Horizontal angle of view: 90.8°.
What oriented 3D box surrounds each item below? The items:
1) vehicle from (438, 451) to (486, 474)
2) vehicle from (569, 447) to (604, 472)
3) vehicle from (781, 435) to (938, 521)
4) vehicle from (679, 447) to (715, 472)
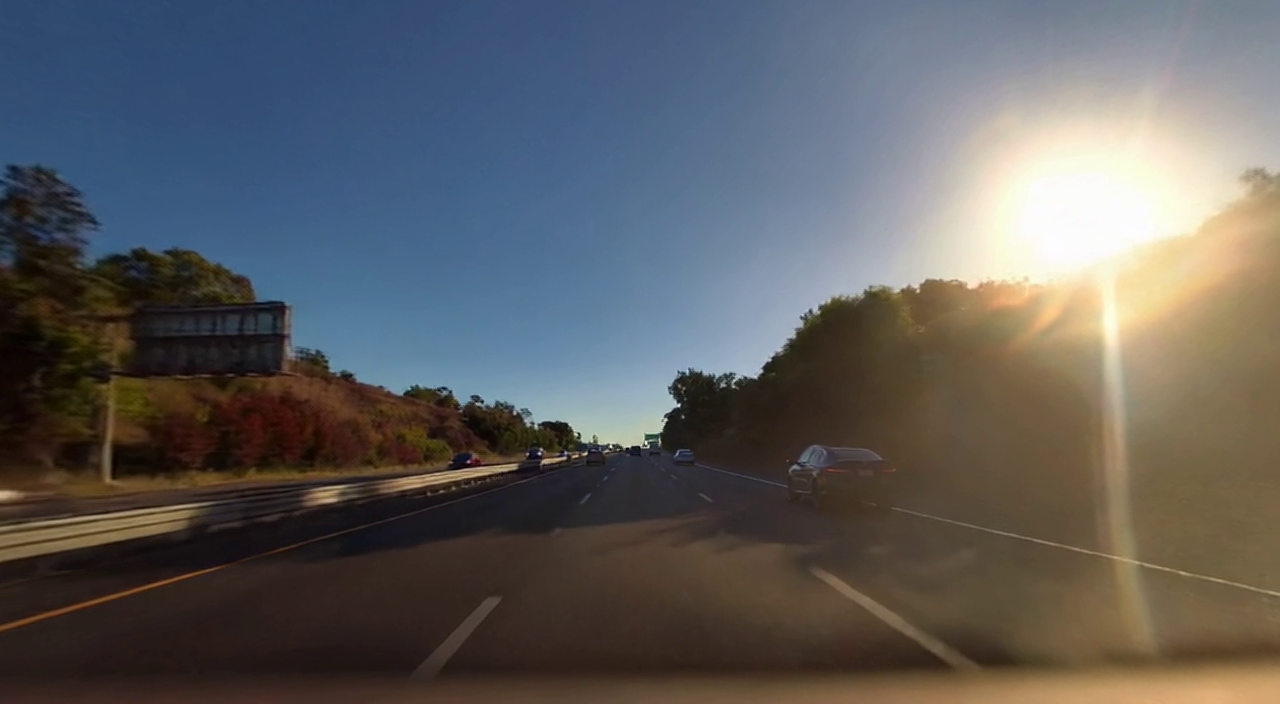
[{"bbox_3d":[-12.116,7.518,43.226,1.918,1.488,4.565,0,-9,0],"label":"vehicle"},{"bbox_3d":[-3.486,7.084,41.810,2.021,1.507,4.272,0,-9,-1],"label":"vehicle"},{"bbox_3d":[4.520,2.641,13.682,1.903,1.566,3.866,0,-9,-2],"label":"vehicle"},{"bbox_3d":[3.625,6.928,40.845,1.846,1.480,3.694,0,-9,-2],"label":"vehicle"}]
